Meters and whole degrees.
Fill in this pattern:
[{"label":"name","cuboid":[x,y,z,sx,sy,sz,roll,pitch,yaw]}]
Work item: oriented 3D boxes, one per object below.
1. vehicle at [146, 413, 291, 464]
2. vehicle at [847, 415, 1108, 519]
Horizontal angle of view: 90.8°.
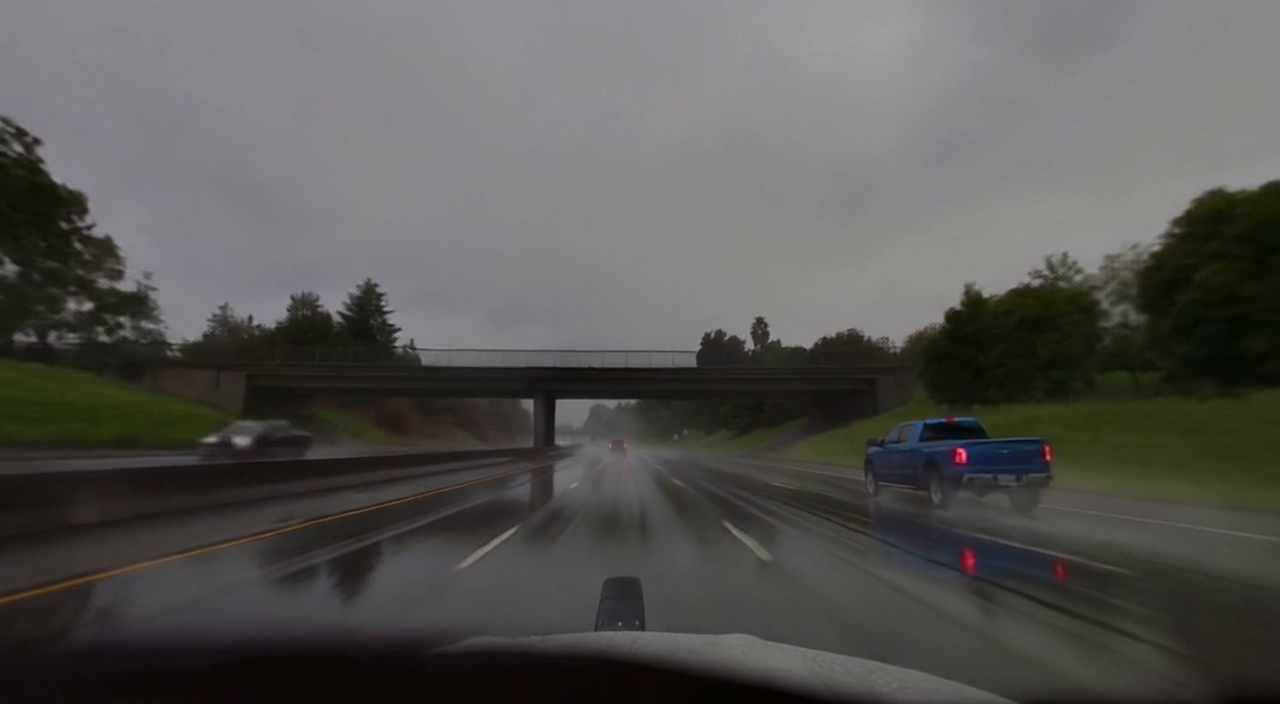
[{"label":"vehicle","cuboid":[-16.250,3.415,24.812,2.329,1.768,4.989,0,-8,-2]},{"label":"vehicle","cuboid":[6.973,2.481,14.265,2.395,1.819,6.086,0,-9,-2]}]
